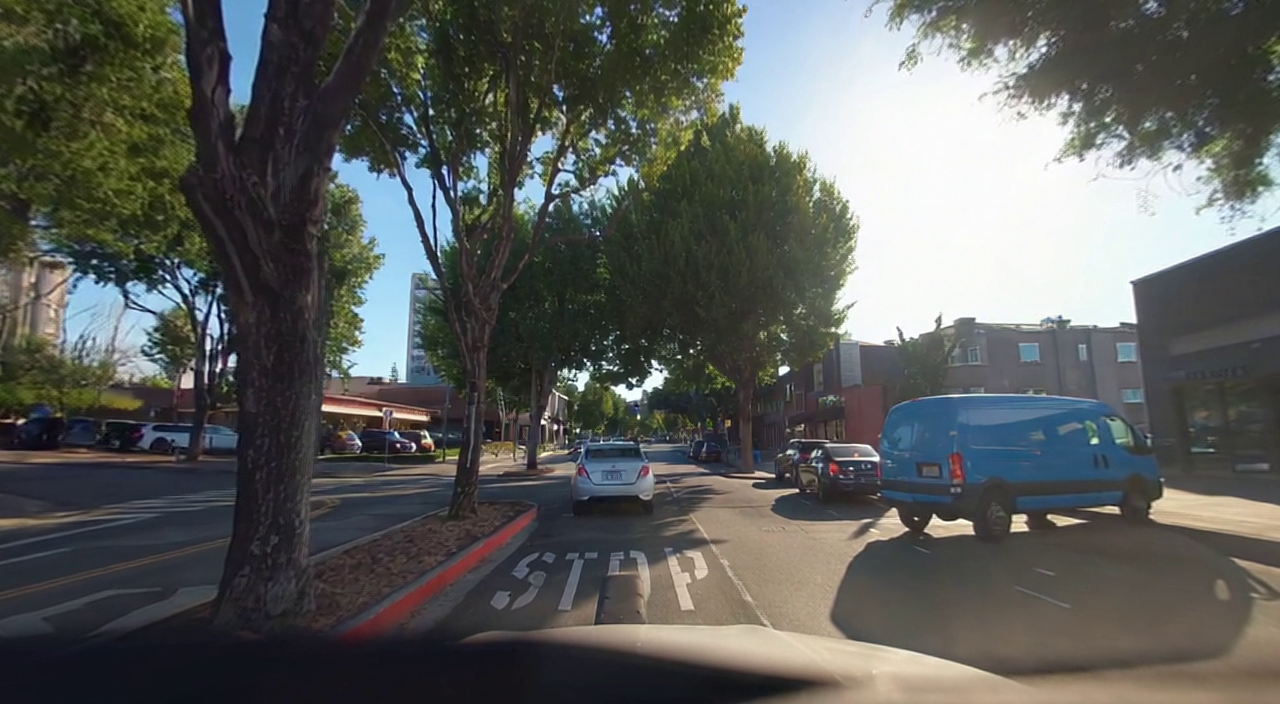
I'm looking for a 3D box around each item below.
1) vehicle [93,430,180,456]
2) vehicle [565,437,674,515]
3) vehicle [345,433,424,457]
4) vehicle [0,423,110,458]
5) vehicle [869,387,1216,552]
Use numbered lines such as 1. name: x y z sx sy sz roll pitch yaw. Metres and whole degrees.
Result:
1. vehicle: -31.798 5.732 39.944 3.915 1.574 1.850 0 -8 4
2. vehicle: -0.542 2.677 14.226 2.065 1.450 4.522 1 -8 -4
3. vehicle: -18.387 6.686 45.609 4.892 1.679 1.927 1 -8 -6
4. vehicle: -31.812 4.801 34.065 4.438 1.814 2.044 0 -8 -1
5. vehicle: 6.653 1.837 10.411 5.385 2.146 2.143 4 -9 -25
